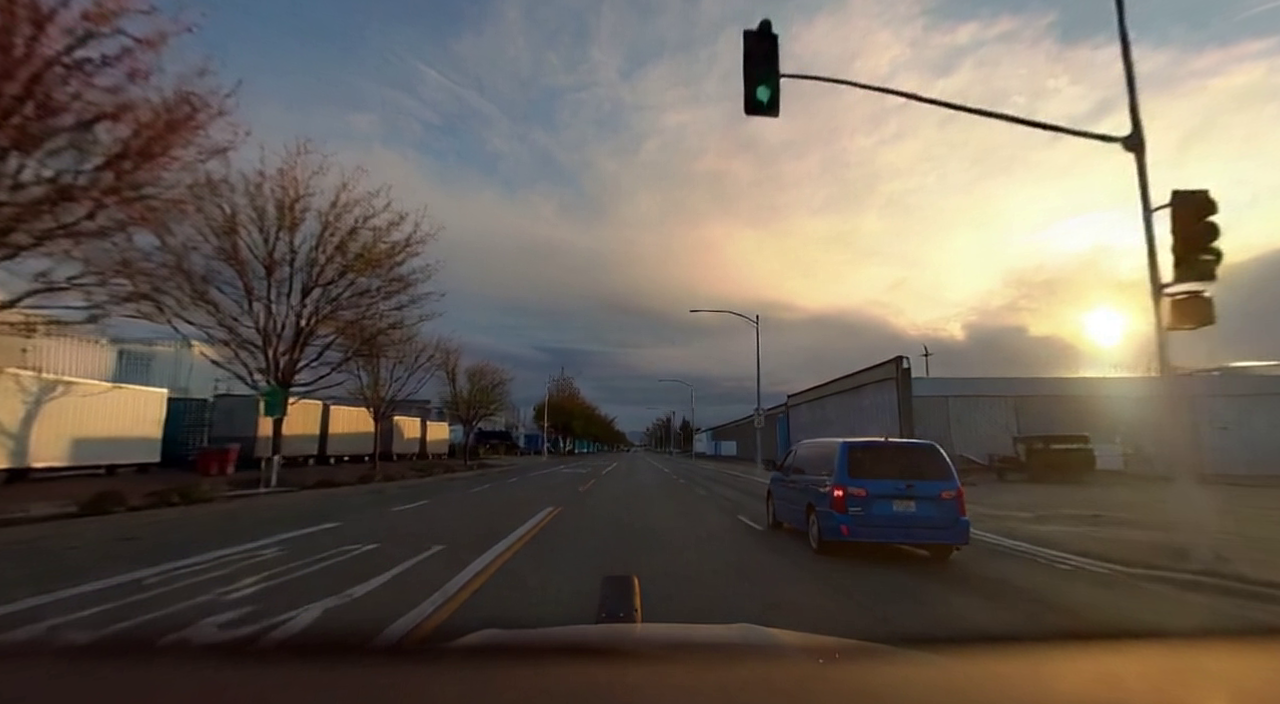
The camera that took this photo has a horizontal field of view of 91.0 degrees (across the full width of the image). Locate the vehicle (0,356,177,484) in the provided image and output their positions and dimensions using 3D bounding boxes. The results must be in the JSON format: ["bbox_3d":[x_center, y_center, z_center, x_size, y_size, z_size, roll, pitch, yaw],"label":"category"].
[{"bbox_3d":[-20.314,2.463,21.212,3.337,3.644,7.945,1,-10,-1],"label":"vehicle"}]

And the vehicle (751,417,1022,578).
[{"bbox_3d":[3.316,2.091,9.829,2.202,1.822,4.826,1,-9,-1],"label":"vehicle"}]
